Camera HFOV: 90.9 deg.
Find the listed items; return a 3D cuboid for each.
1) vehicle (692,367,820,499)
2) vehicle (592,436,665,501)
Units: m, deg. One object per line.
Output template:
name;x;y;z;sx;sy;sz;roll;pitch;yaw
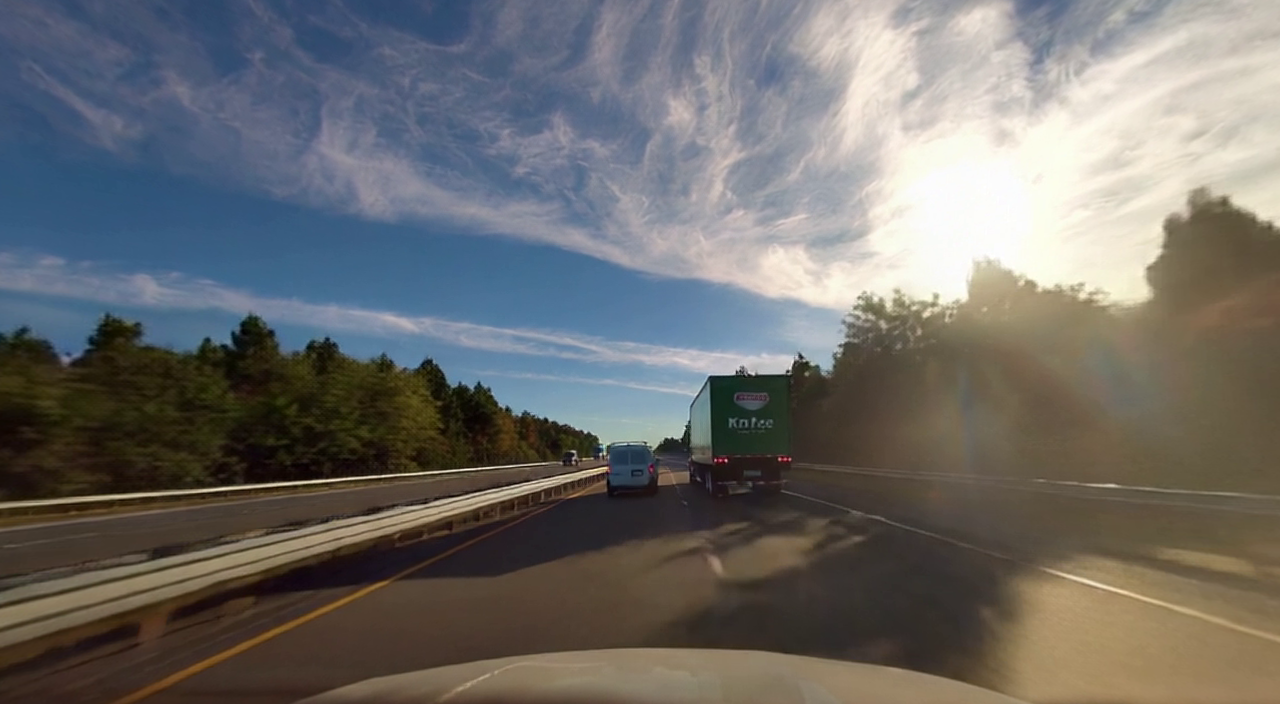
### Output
vehicle;4.015;3.423;25.408;3.030;3.985;12.707;0;-9;1
vehicle;-0.256;3.707;20.357;2.105;1.865;4.102;0;-9;3
